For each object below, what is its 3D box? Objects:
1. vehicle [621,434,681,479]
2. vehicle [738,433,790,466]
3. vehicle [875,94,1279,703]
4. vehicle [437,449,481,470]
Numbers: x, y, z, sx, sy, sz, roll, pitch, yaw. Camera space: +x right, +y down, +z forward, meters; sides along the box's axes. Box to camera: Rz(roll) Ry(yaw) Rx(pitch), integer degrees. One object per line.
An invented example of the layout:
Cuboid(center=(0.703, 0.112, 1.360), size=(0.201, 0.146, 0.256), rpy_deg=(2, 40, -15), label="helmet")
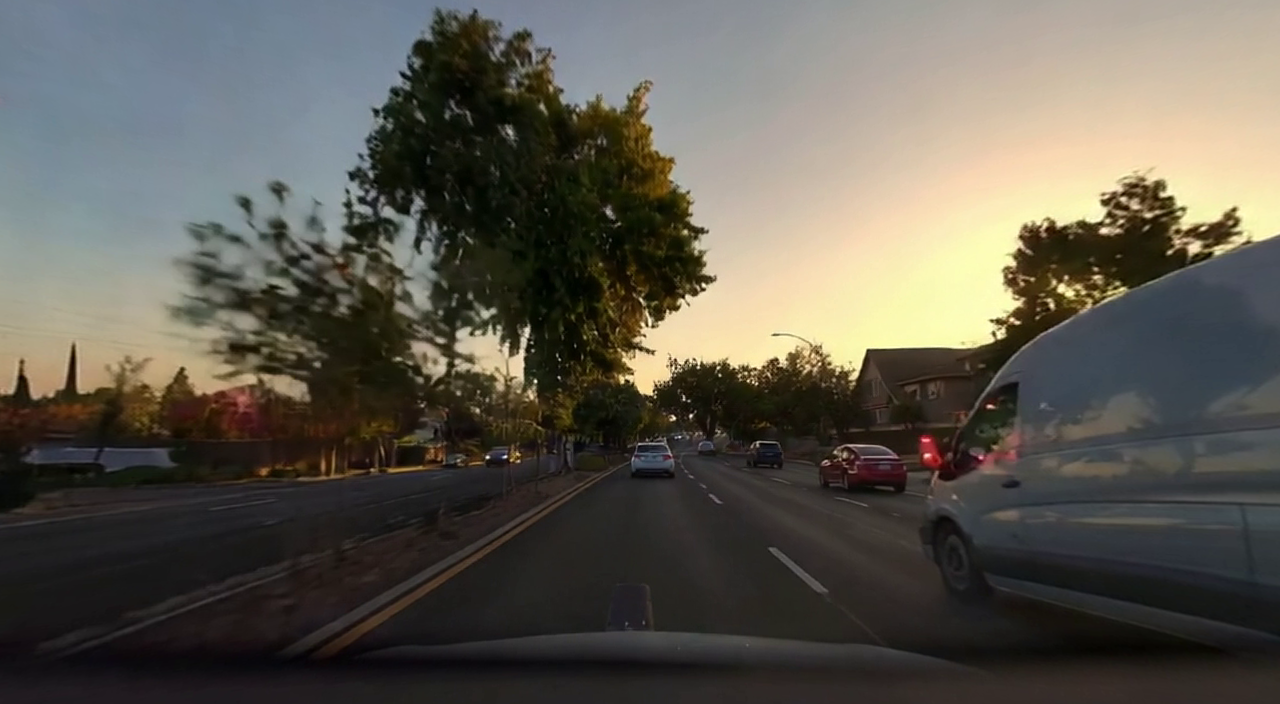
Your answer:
Cuboid(center=(0.437, 4.339, 26.391), size=(2.289, 1.679, 4.180), rpy_deg=(0, -8, 0), label="vehicle")
Cuboid(center=(8.199, 6.502, 42.208), size=(2.436, 2.010, 5.595), rpy_deg=(0, -8, 1), label="vehicle")
Cuboid(center=(3.328, 0.521, 2.792), size=(2.268, 2.584, 6.049), rpy_deg=(0, -8, 1), label="vehicle")
Cuboid(center=(-13.801, 8.194, 48.367), size=(1.897, 1.488, 4.529), rpy_deg=(0, -8, 2), label="vehicle")
